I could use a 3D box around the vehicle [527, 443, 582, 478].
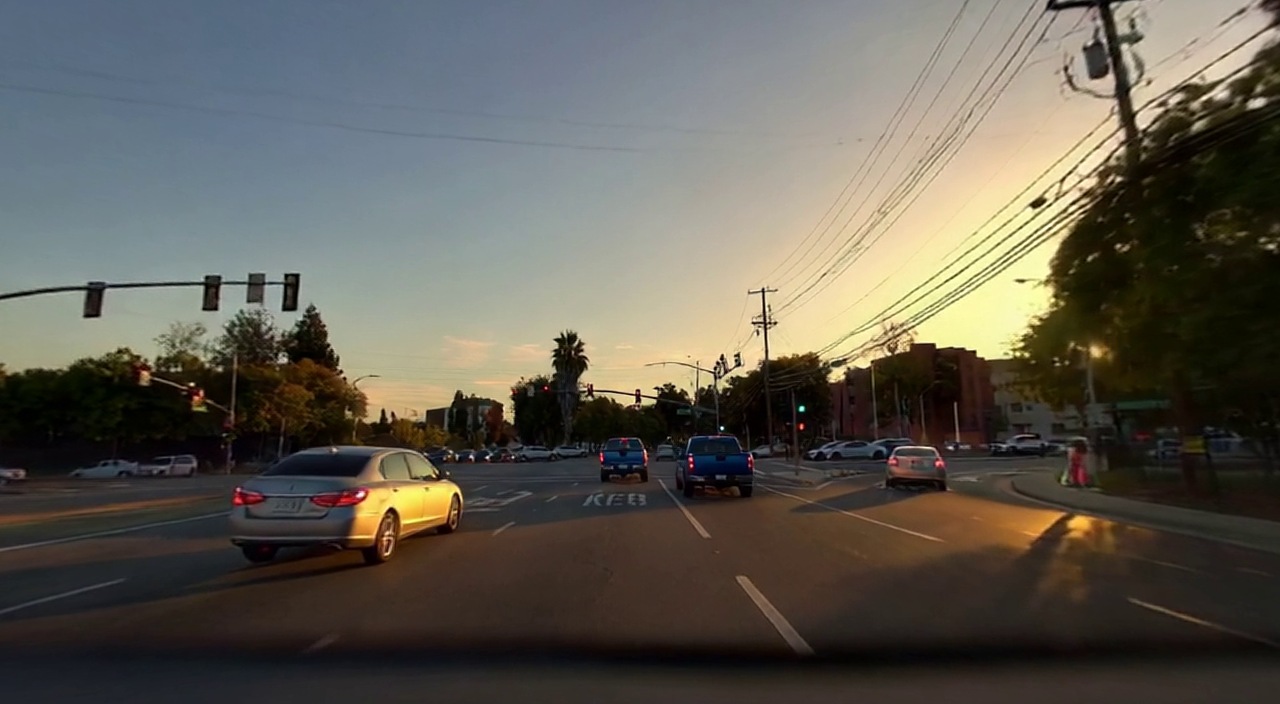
[{"bbox_3d":[-4.433,5.710,33.543,2.273,1.749,4.385,0,-8,1],"label":"vehicle"}]

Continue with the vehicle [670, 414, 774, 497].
[{"bbox_3d":[2.819,3.861,23.955,2.905,2.636,6.895,0,-9,-1],"label":"vehicle"}]

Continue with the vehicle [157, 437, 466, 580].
[{"bbox_3d":[-4.095,1.991,8.974,1.939,1.494,4.499,0,-8,0],"label":"vehicle"}]

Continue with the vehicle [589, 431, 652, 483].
[{"bbox_3d":[-0.784,4.849,29.452,2.643,2.145,5.585,0,-8,1],"label":"vehicle"}]

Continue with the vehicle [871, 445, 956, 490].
[{"bbox_3d":[9.711,4.090,22.806,2.212,1.466,4.126,-3,-9,15],"label":"vehicle"}]

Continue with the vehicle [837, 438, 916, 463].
[{"bbox_3d":[16.955,7.090,45.401,4.782,1.768,2.152,2,-9,-12],"label":"vehicle"}]

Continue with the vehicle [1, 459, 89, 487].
[{"bbox_3d":[-43.766,8.863,46.484,4.527,1.966,2.156,-1,-9,7],"label":"vehicle"}]
